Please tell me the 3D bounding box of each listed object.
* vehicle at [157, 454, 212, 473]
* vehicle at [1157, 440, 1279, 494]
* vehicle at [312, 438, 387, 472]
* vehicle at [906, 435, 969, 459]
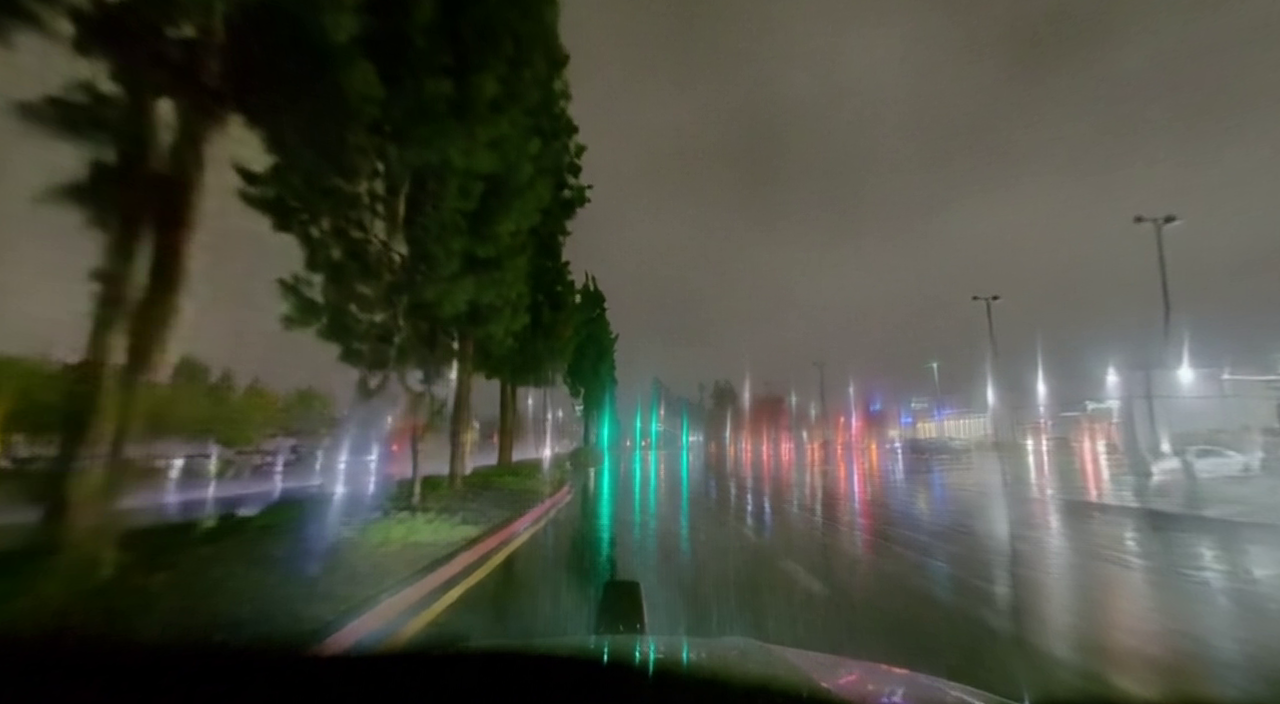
[{"bbox_3d":[-34.681,8.465,48.130,3.574,1.381,1.824,-4,-9,26],"label":"vehicle"},{"bbox_3d":[17.758,3.414,18.970,3.949,1.451,1.861,4,-10,-26],"label":"vehicle"},{"bbox_3d":[-16.069,5.719,35.301,1.875,1.766,4.824,0,-8,0],"label":"vehicle"},{"bbox_3d":[21.039,6.756,44.862,1.941,1.511,4.690,-2,-9,-3],"label":"vehicle"}]
